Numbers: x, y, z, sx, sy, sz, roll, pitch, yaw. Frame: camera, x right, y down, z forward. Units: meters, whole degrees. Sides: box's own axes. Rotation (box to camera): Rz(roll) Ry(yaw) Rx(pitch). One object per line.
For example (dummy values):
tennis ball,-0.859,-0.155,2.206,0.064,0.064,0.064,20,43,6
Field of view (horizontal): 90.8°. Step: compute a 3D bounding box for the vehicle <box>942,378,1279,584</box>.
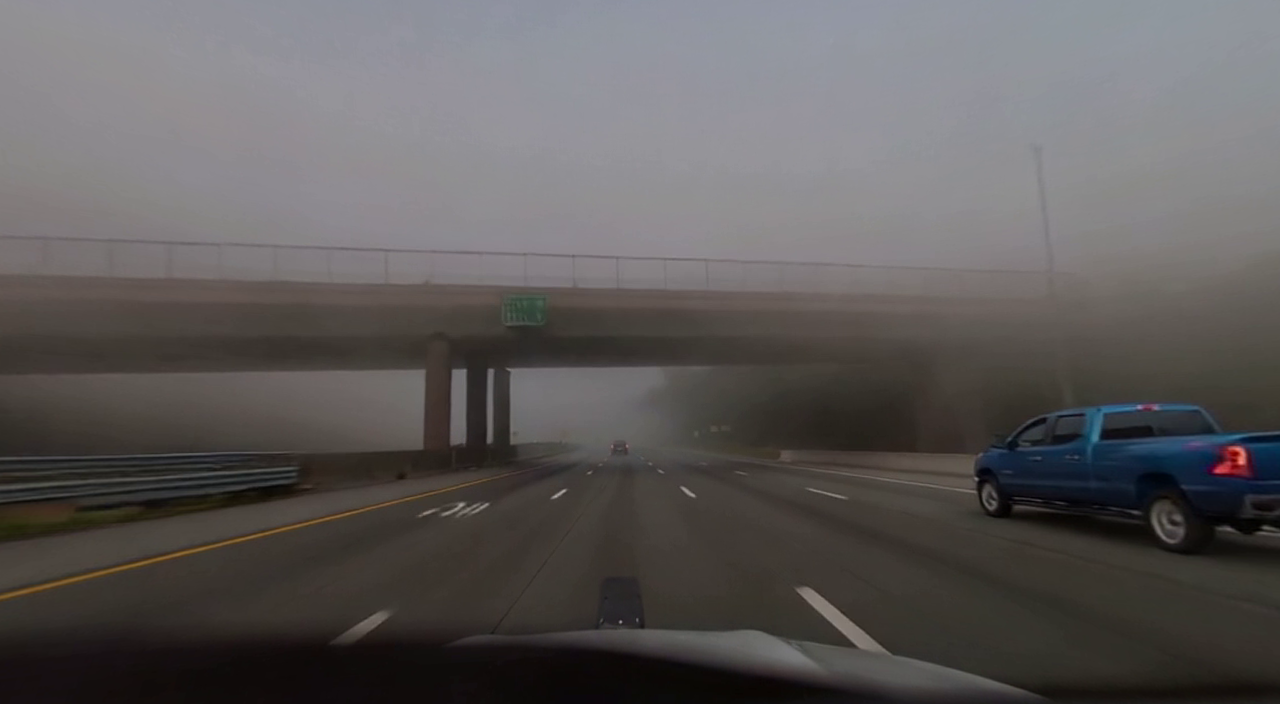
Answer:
vehicle,6.808,1.564,8.429,2.395,1.819,6.086,0,-9,-2
